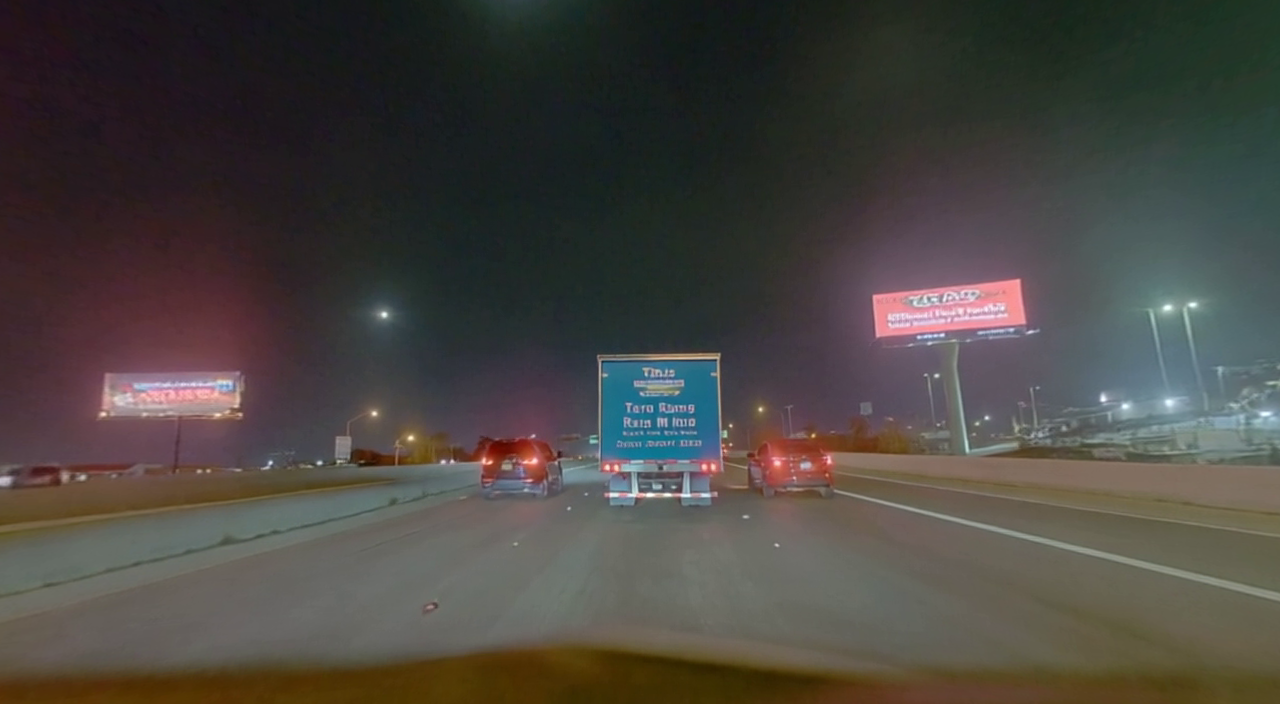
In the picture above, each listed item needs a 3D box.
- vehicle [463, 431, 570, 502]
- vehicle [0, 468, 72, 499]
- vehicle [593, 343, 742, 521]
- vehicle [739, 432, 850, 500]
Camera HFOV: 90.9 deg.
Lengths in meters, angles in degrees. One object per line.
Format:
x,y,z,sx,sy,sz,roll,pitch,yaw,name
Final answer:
-3.359,3.202,18.107,2.030,1.757,4.509,0,-8,2,vehicle
-34.928,7.331,35.156,1.786,1.506,4.667,-2,-9,8,vehicle
0.588,2.090,16.053,2.733,3.296,8.571,0,-8,1,vehicle
4.219,3.183,18.044,2.066,1.692,4.339,0,-8,0,vehicle
